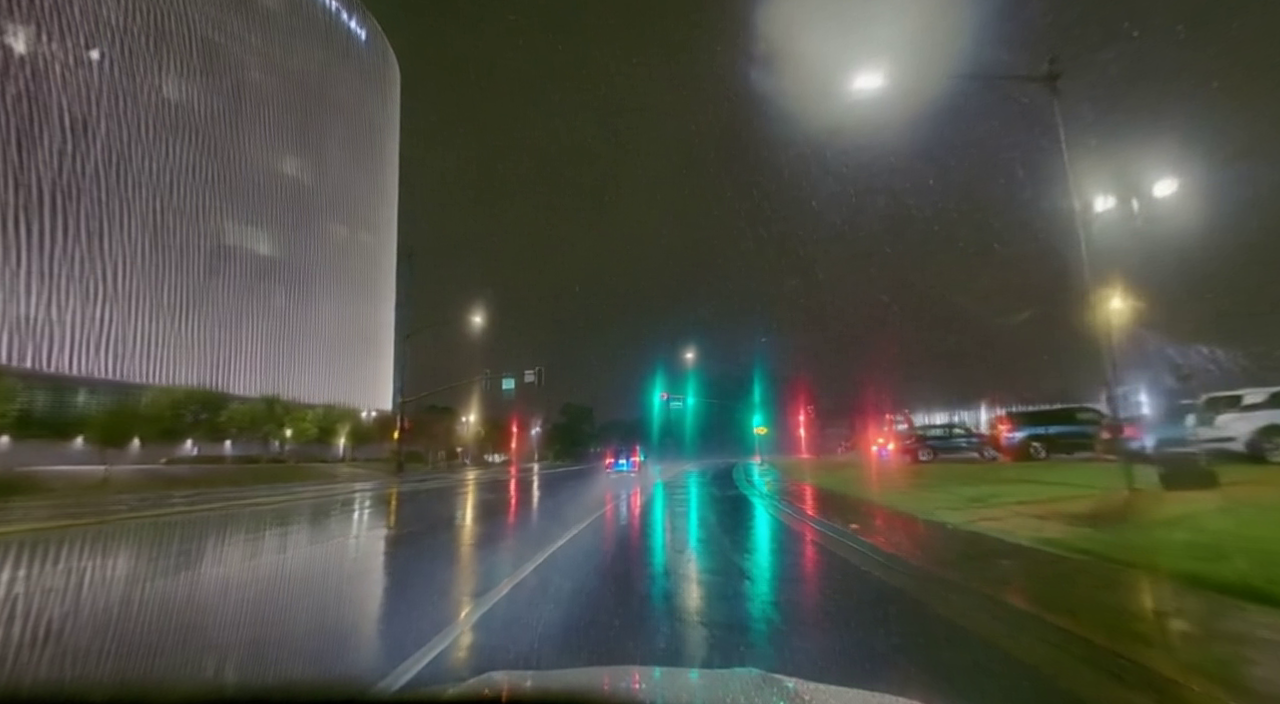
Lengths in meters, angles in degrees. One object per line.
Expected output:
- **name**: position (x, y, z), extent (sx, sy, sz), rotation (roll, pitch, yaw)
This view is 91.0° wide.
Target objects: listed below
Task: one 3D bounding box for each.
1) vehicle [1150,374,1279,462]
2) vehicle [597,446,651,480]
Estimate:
- **vehicle**: position (13.468, 1.335, 12.794), extent (4.214, 1.615, 2.008), rotation (-3, -10, 7)
- **vehicle**: position (-0.691, 5.296, 30.344), extent (1.971, 1.486, 4.380), rotation (-1, -9, 7)
